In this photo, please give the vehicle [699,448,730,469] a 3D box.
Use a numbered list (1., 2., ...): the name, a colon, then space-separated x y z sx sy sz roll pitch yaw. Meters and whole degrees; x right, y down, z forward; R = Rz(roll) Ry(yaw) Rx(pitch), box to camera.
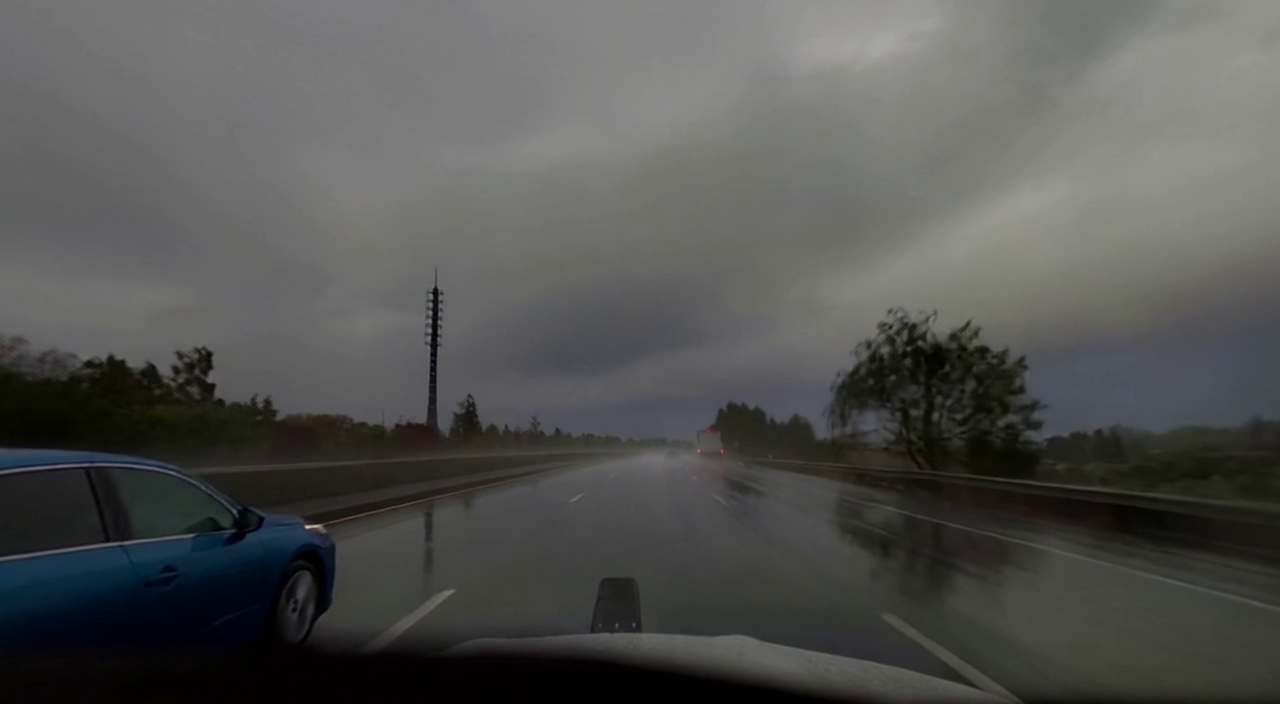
1. vehicle: 5.599 8.072 48.054 2.030 1.526 4.165 0 -9 3
